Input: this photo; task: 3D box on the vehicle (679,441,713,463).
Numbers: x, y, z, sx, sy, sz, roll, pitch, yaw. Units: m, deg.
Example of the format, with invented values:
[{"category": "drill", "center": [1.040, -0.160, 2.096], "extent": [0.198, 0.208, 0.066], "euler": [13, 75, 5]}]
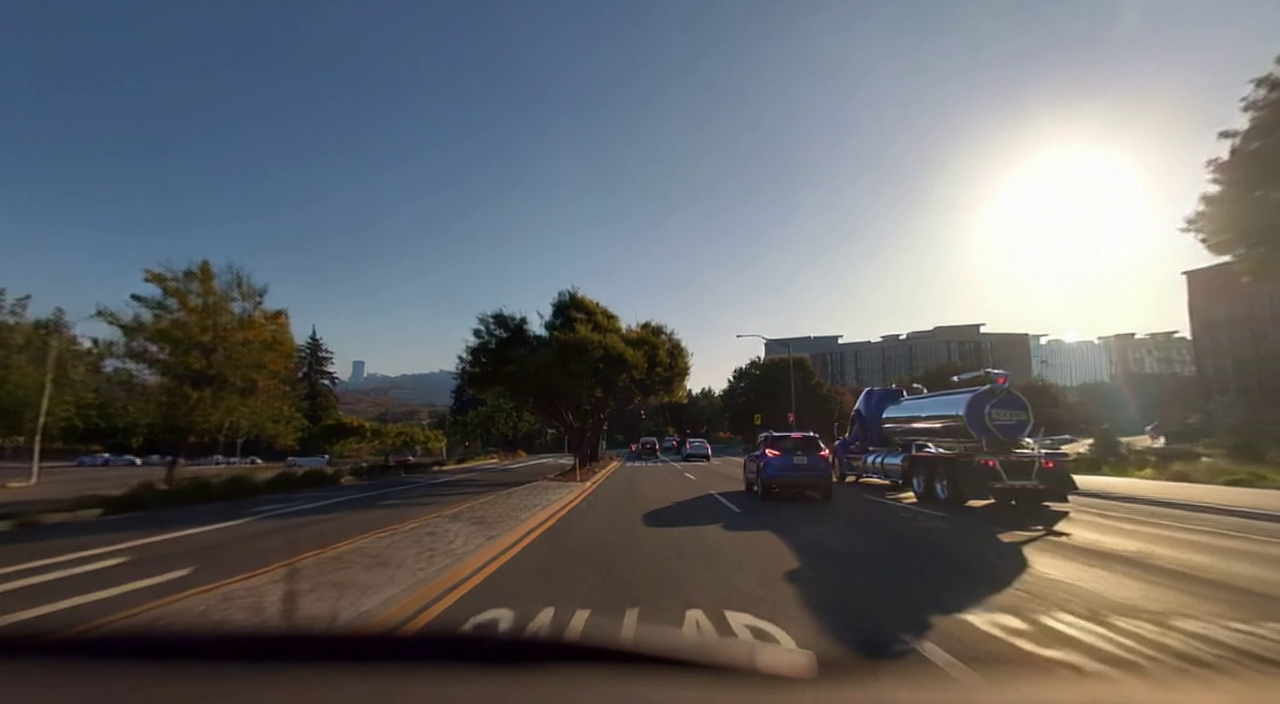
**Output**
[{"category": "vehicle", "center": [3.851, 7.024, 44.247], "extent": [1.917, 1.475, 4.081], "euler": [0, -9, -1]}]

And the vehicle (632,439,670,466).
[{"category": "vehicle", "center": [0.608, 6.007, 37.589], "extent": [2.148, 1.488, 4.002], "euler": [-1, -9, 0]}]

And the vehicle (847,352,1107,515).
[{"category": "vehicle", "center": [7.761, 2.098, 15.781], "extent": [2.849, 3.207, 6.275], "euler": [-1, -9, -1]}]

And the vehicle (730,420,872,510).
[{"category": "vehicle", "center": [3.500, 2.581, 14.710], "extent": [2.045, 1.729, 4.532], "euler": [-1, -9, -1]}]
